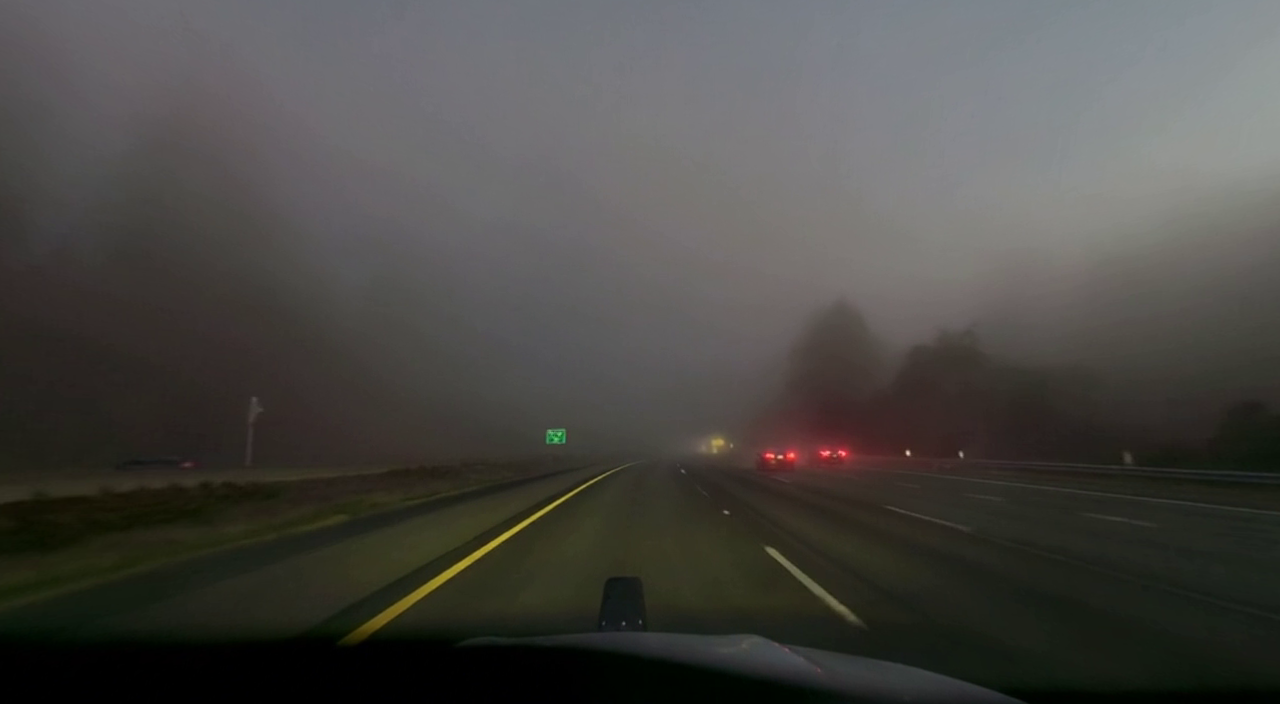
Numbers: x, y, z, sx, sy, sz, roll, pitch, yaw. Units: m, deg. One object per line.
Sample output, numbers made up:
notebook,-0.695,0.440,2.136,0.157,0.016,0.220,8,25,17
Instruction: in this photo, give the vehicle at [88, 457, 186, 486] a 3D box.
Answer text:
vehicle,-28.212,6.682,35.591,1.725,1.445,4.637,-1,-9,1
